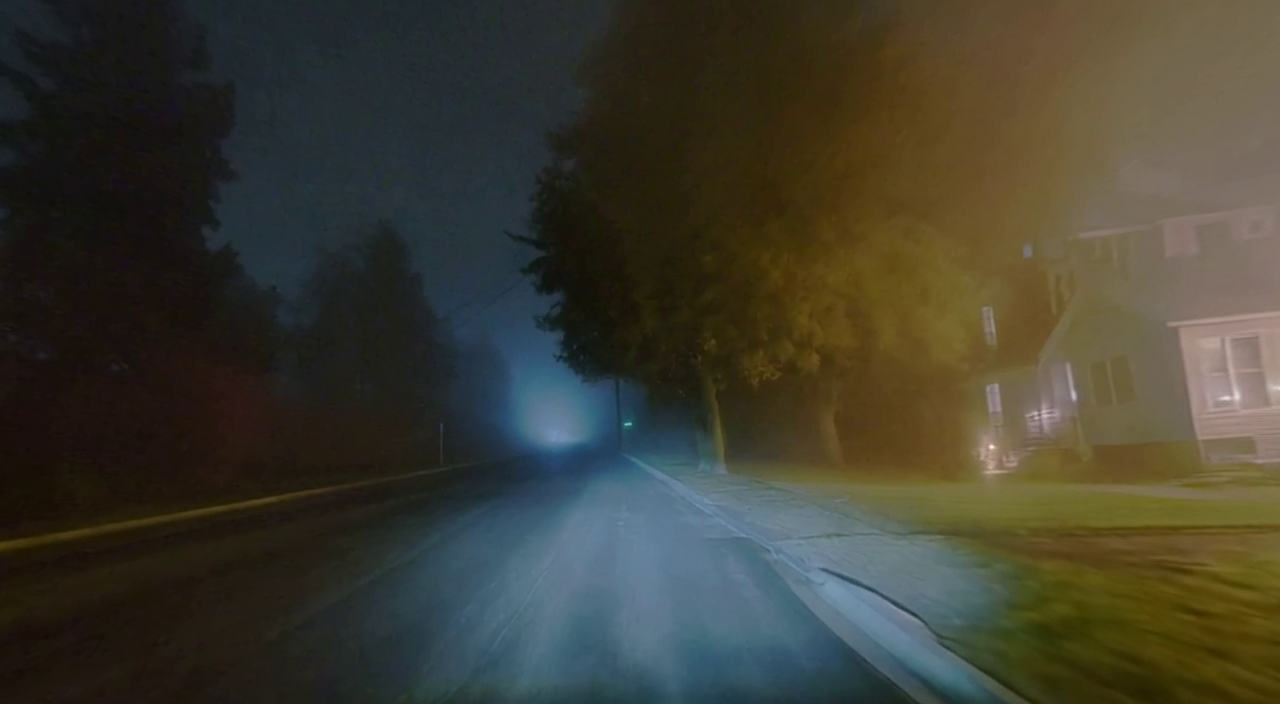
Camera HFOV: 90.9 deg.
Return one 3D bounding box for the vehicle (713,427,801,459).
[{"bbox_3d":[6.061,4.736,33.006,4.153,1.605,1.835,0,-8,-5],"label":"vehicle"}]
